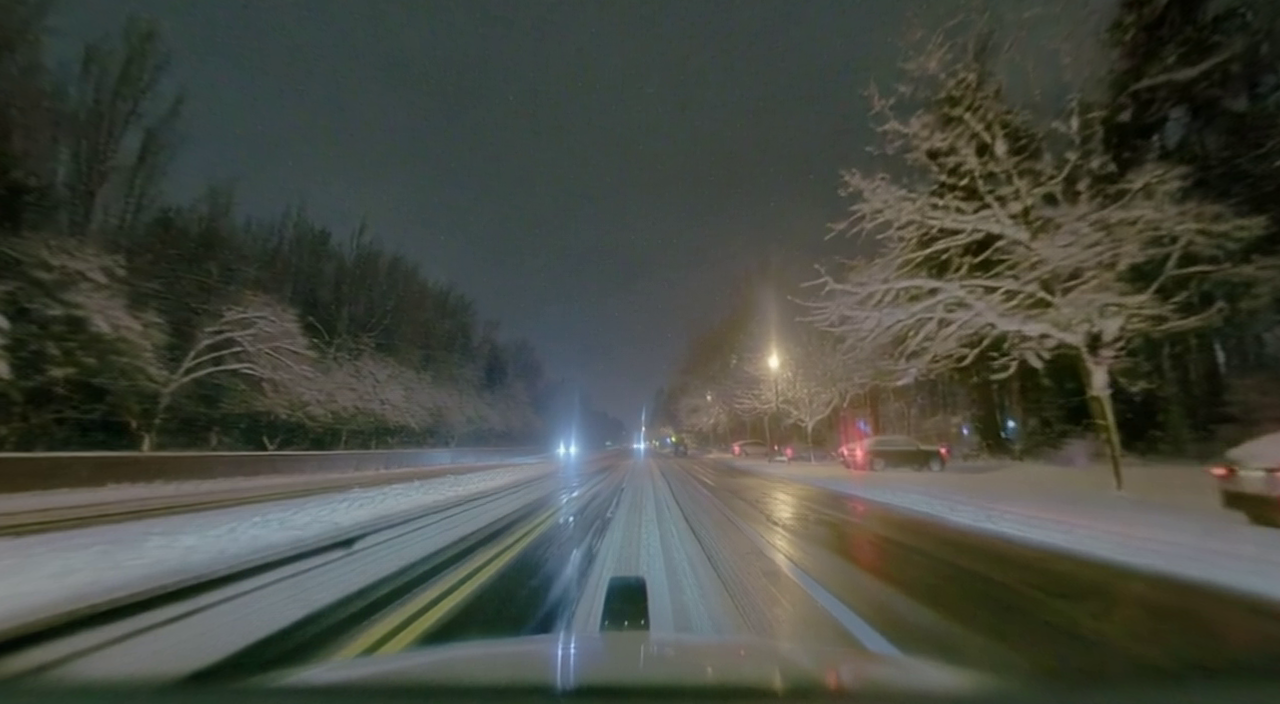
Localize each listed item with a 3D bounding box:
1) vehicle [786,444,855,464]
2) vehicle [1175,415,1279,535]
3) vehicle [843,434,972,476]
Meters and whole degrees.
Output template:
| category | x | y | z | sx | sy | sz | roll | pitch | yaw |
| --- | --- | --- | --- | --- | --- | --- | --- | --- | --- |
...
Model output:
| category | x | y | z | sx | sy | sz | roll | pitch | yaw |
| --- | --- | --- | --- | --- | --- | --- | --- | --- | --- |
| vehicle | 13.162 | 7.448 | 46.221 | 4.438 | 1.444 | 1.900 | 0 | -8 | -1 |
| vehicle | 10.844 | 1.692 | 8.709 | 4.766 | 1.557 | 2.168 | 0 | -9 | 4 |
| vehicle | 11.203 | 4.346 | 26.656 | 4.493 | 1.705 | 2.034 | 0 | -8 | 0 |
